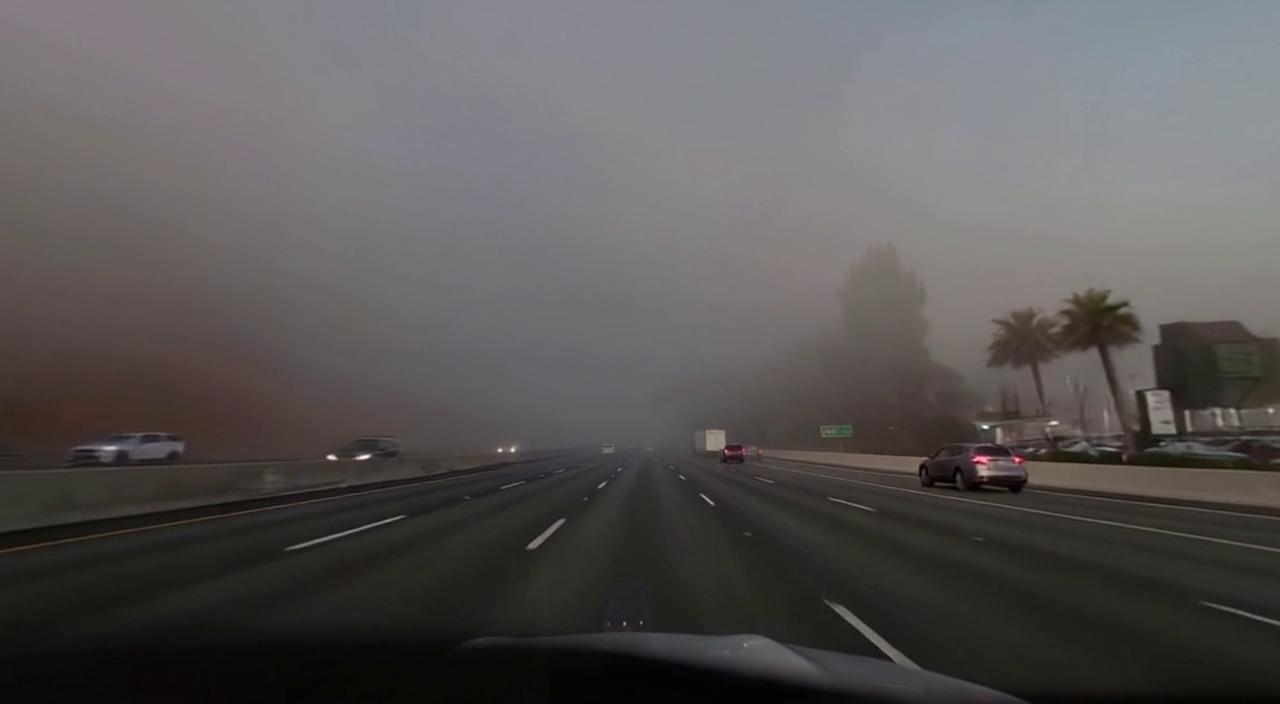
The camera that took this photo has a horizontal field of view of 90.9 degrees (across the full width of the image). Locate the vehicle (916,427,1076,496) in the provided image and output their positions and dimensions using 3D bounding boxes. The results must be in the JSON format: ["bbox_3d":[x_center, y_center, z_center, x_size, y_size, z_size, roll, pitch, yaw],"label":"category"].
[{"bbox_3d":[10.778,3.329,19.625,2.168,1.861,4.678,0,-8,0],"label":"vehicle"}]

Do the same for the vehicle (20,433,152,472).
[{"bbox_3d":[-25.843,4.687,29.683,1.949,1.676,4.578,0,-8,1],"label":"vehicle"}]

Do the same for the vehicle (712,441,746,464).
[{"bbox_3d":[6.996,7.951,49.971,2.064,1.681,4.287,0,-8,-1],"label":"vehicle"}]

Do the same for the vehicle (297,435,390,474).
[{"bbox_3d":[-12.518,4.349,26.930,1.827,1.495,4.213,0,-8,1],"label":"vehicle"}]
